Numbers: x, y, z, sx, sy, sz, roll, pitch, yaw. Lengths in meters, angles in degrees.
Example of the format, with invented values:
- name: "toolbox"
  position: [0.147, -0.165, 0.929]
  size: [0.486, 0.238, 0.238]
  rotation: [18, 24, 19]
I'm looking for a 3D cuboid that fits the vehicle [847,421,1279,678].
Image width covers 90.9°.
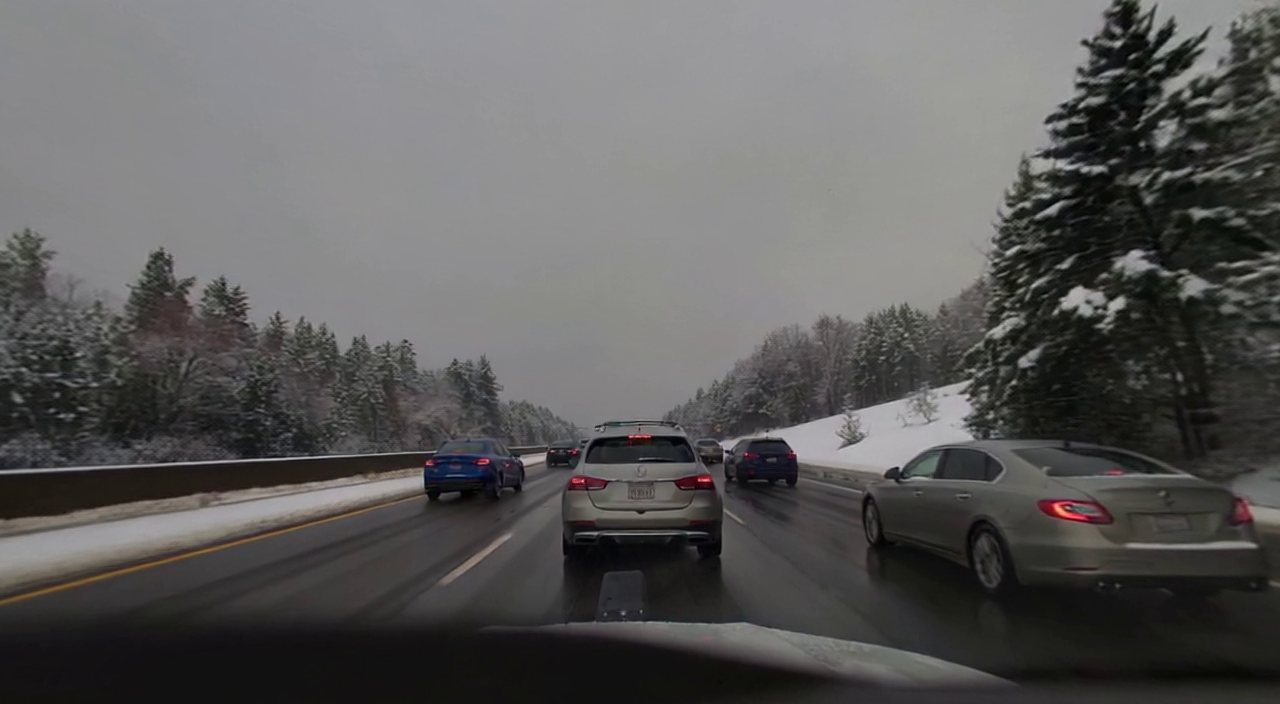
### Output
- name: "vehicle"
  position: [3.701, 1.473, 5.897]
  size: [1.953, 1.434, 4.511]
  rotation: [0, -9, -1]

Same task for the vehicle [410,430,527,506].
- name: "vehicle"
  position: [-4.250, 2.938, 16.266]
  size: [1.890, 1.708, 3.844]
  rotation: [0, -9, 0]

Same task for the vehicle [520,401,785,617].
- name: "vehicle"
  position: [0.053, 1.537, 6.977]
  size: [2.093, 1.695, 3.782]
  rotation: [0, -9, -2]
